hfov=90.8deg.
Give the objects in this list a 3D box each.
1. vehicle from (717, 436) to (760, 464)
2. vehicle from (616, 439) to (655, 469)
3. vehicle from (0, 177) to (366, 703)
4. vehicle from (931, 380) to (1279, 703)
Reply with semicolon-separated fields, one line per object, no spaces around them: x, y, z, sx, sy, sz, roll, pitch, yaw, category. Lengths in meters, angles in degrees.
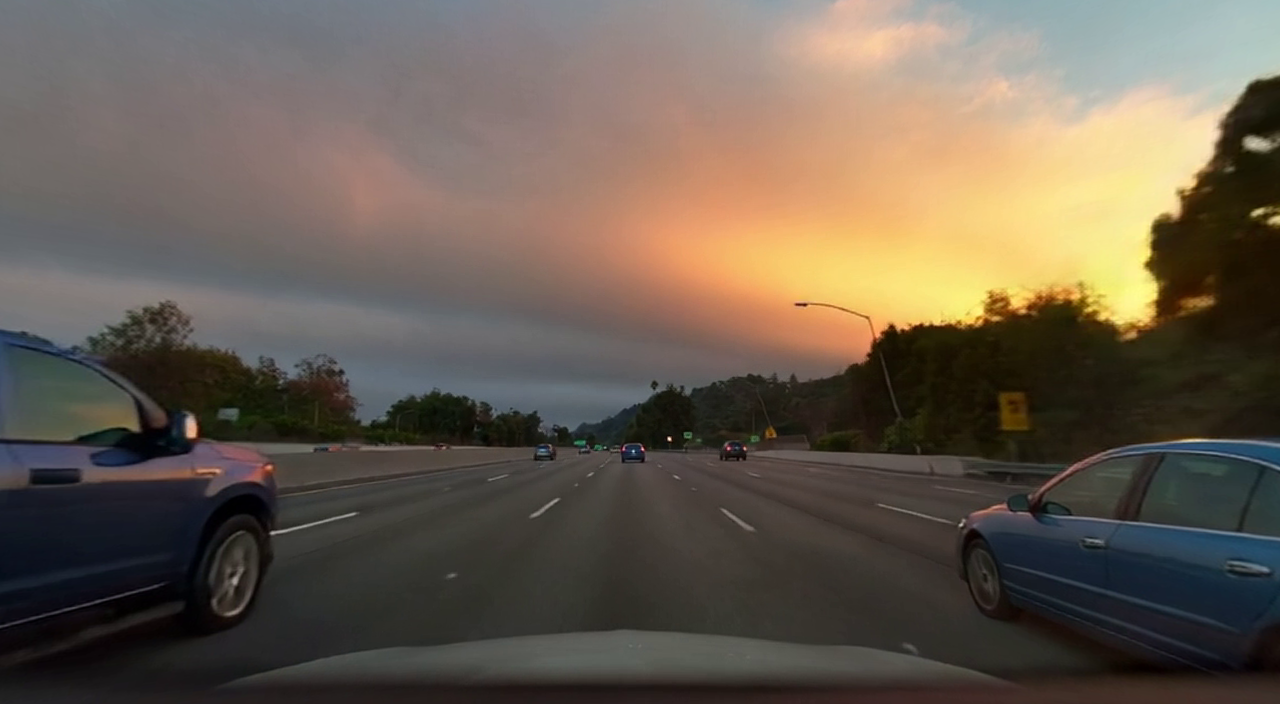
6.907;6.968;45.024;2.103;1.898;5.310;0;-9;-1;vehicle
-0.286;5.882;36.635;2.157;1.642;4.189;0;-9;-1;vehicle
-3.577;0.458;2.119;2.592;2.179;6.034;0;-9;0;vehicle
3.179;0.861;2.167;2.072;1.501;4.694;0;-9;-1;vehicle
